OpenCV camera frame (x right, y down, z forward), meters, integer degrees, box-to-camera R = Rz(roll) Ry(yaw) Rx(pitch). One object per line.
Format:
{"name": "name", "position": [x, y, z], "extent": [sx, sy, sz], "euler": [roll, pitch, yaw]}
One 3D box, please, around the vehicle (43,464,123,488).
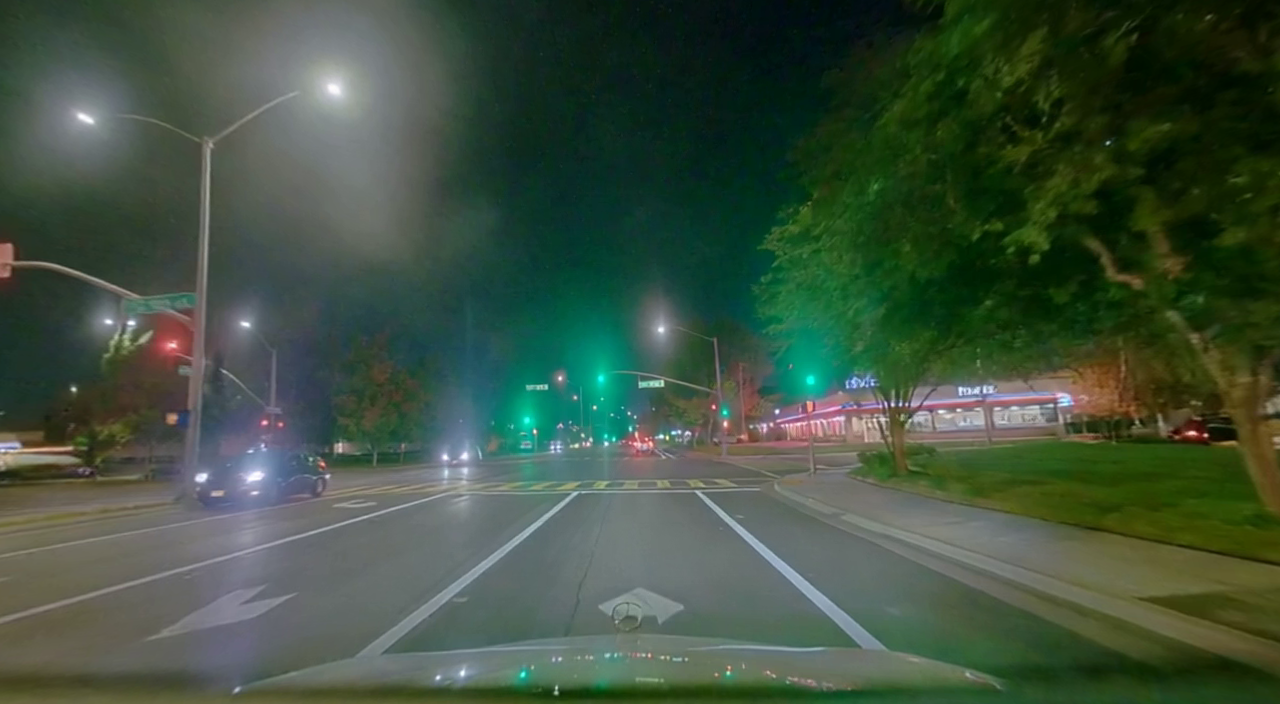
{"name": "vehicle", "position": [-42.481, 9.463, 48.333], "extent": [2.034, 1.559, 4.601], "euler": [-4, -10, -3]}

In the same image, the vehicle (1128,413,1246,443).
{"name": "vehicle", "position": [29.928, 4.193, 34.682], "extent": [4.492, 1.584, 1.901], "euler": [-1, -8, 5]}

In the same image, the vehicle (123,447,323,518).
{"name": "vehicle", "position": [-10.472, 3.254, 16.384], "extent": [2.121, 1.543, 4.349], "euler": [0, -8, 1]}
